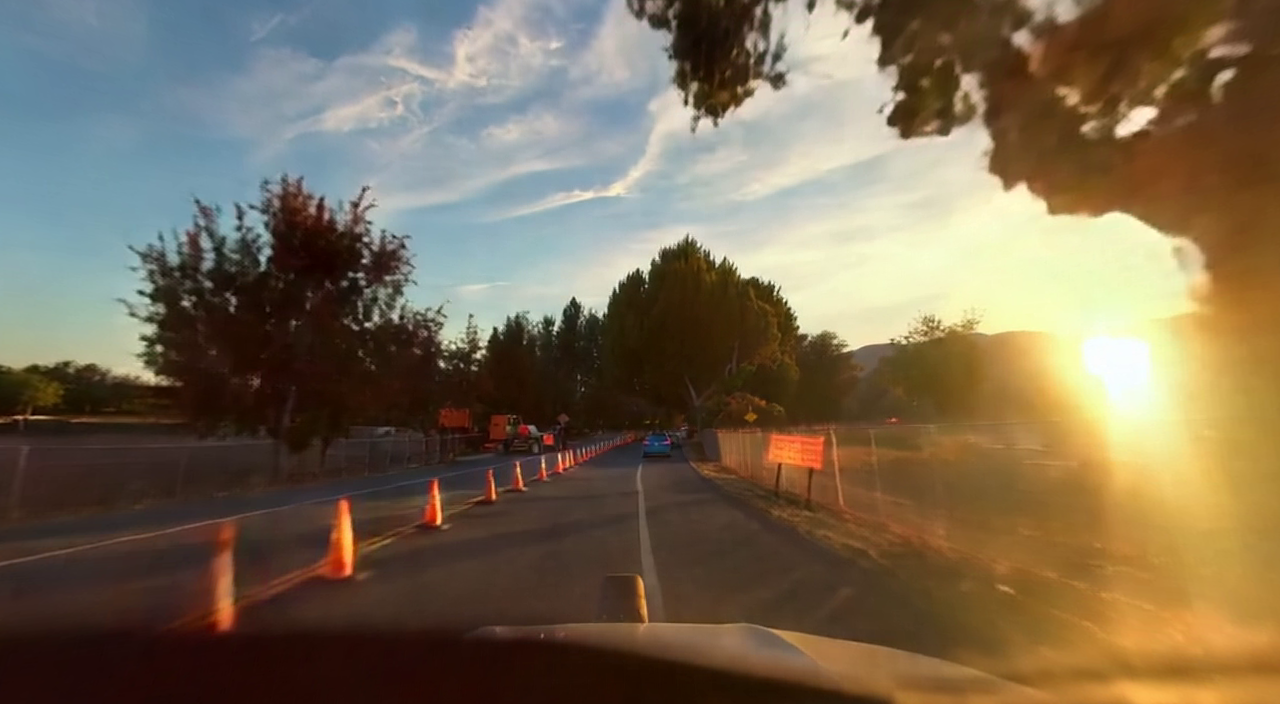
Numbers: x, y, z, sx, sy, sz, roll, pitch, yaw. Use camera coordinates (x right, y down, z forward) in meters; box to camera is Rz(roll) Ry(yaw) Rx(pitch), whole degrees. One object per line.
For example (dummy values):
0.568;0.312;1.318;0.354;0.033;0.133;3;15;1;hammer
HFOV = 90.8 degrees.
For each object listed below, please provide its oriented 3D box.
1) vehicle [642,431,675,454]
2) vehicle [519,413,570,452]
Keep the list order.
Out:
1.272;6.298;43.777;2.172;1.486;3.581;0;-9;2;vehicle
-6.802;5.821;45.283;3.064;2.710;2.385;-1;-9;4;vehicle
